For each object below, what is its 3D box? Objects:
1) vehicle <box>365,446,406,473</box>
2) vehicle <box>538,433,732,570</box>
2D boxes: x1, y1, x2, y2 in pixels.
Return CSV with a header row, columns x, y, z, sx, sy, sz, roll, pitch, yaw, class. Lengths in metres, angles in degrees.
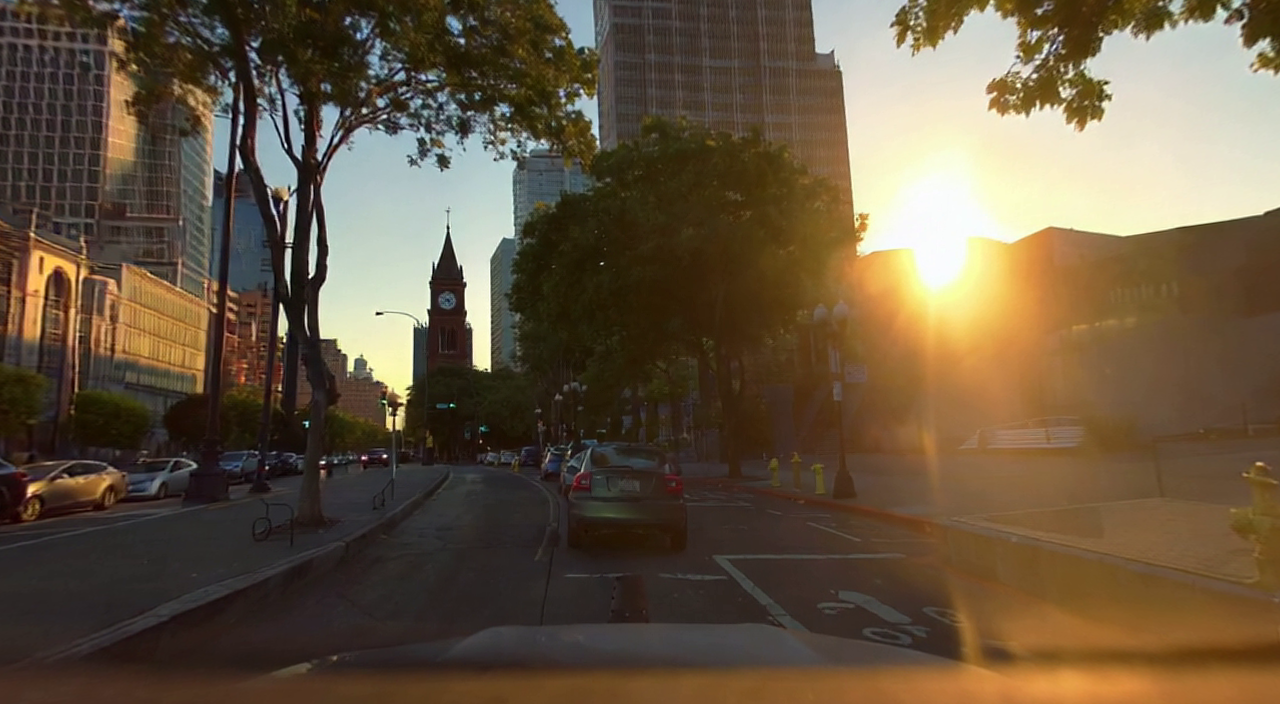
x,y,z,sx,sy,sz,roll,pitch,yaw,class
-16.913,7.129,42.152,2.179,1.698,4.549,3,-9,-18,vehicle
-0.240,1.940,9.020,2.142,1.475,4.051,1,-8,-6,vehicle
